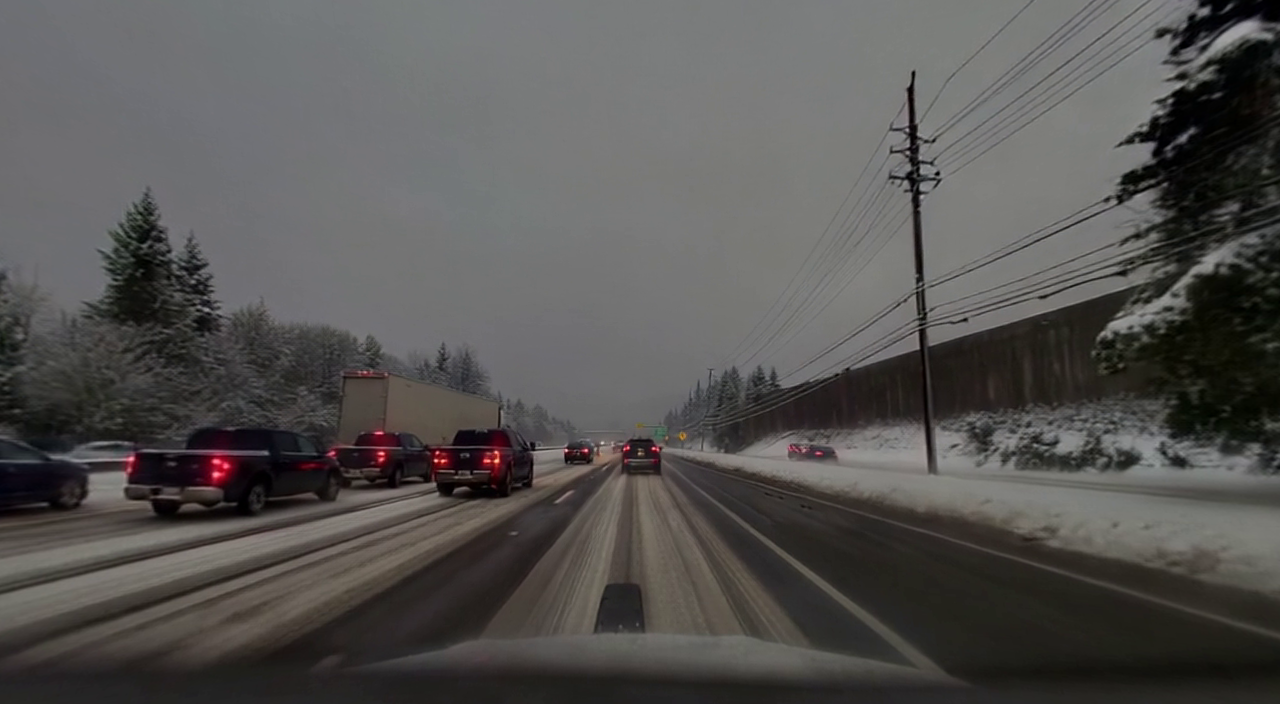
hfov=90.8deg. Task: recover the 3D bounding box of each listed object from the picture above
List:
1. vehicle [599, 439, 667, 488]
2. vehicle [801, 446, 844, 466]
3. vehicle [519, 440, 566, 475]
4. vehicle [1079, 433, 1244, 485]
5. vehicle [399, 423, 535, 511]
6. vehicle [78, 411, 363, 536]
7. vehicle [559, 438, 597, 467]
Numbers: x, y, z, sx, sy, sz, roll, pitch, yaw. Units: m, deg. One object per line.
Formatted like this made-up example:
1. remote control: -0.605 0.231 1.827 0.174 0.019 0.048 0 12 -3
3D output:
1. vehicle: -0.235 3.674 21.127 2.089 1.477 3.818 0 -9 -1
2. vehicle: 14.360 8.184 49.991 1.949 1.472 4.795 0 -9 -1
3. vehicle: -4.438 4.870 29.325 1.870 1.485 4.304 1 -9 -5
4. vehicle: 17.697 3.651 21.787 1.936 1.591 4.362 0 -9 0
5. vehicle: -3.756 2.582 14.616 1.923 1.716 4.289 0 -9 0
6. vehicle: -6.948 2.063 11.242 2.027 1.762 4.386 0 -9 0
7. vehicle: -3.910 6.411 40.382 1.976 1.705 4.176 0 -9 1
